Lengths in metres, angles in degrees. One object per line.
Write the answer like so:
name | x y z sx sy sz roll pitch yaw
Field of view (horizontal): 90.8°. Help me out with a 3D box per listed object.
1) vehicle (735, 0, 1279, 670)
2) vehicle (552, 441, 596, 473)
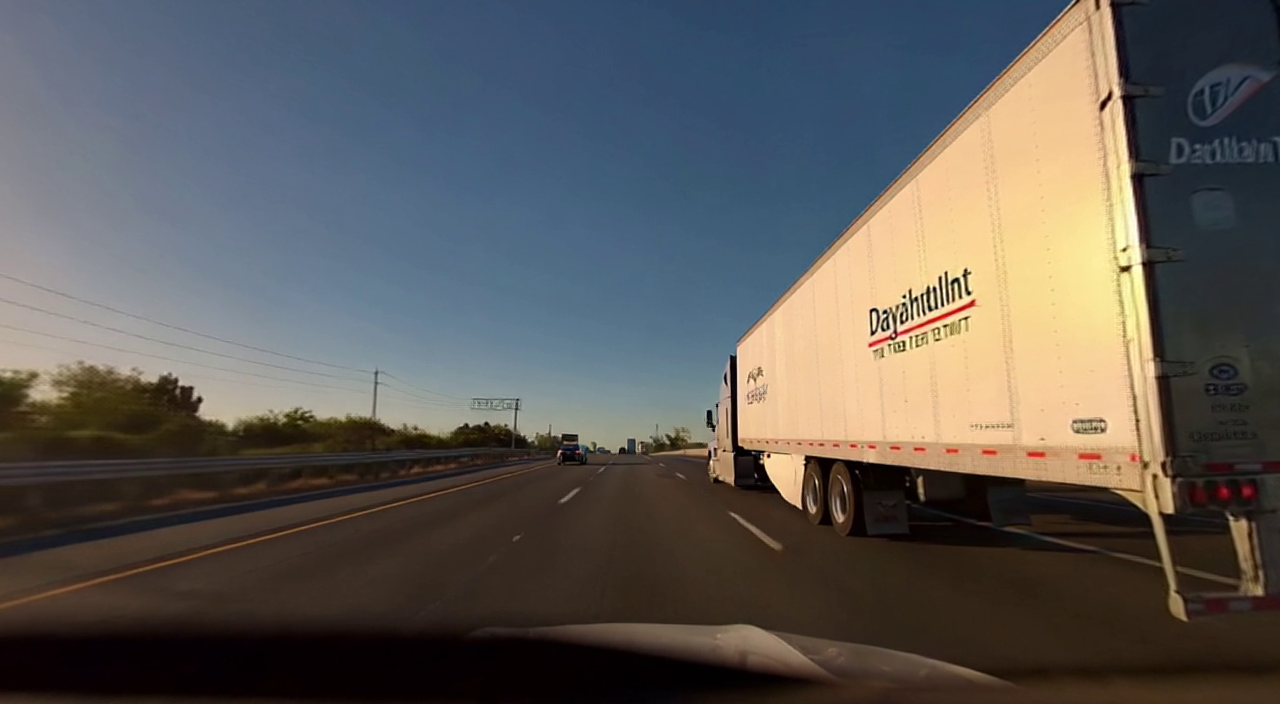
vehicle | 3.935 0.634 10.111 2.962 4.132 12.720 0 -8 0
vehicle | -3.624 5.795 35.236 2.030 1.657 3.926 0 -8 0
